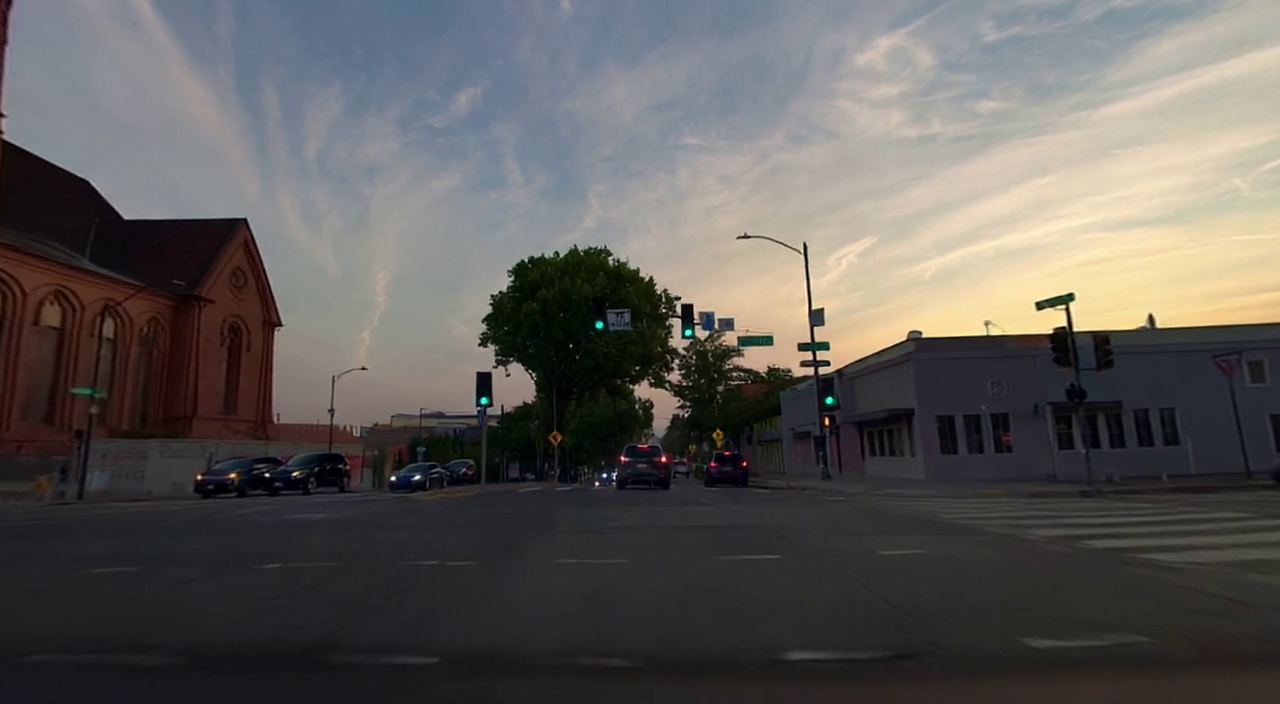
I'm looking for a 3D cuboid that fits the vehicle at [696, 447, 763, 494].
[{"bbox_3d":[3.709,4.988,27.065,2.080,1.735,4.650,3,-9,0],"label":"vehicle"}]

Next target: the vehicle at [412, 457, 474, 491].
[{"bbox_3d":[-11.410,7.049,36.881,2.170,1.746,4.565,0,-9,-1],"label":"vehicle"}]

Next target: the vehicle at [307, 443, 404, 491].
[{"bbox_3d":[-11.832,4.914,26.648,2.069,1.790,4.358,-1,-12,-1],"label":"vehicle"}]

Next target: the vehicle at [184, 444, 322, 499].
[{"bbox_3d":[-14.954,4.738,24.905,1.969,1.896,5.404,-1,-11,0],"label":"vehicle"}]

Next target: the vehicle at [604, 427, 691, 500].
[{"bbox_3d":[0.160,3.080,17.797,2.168,1.776,4.135,0,-9,-1],"label":"vehicle"}]
